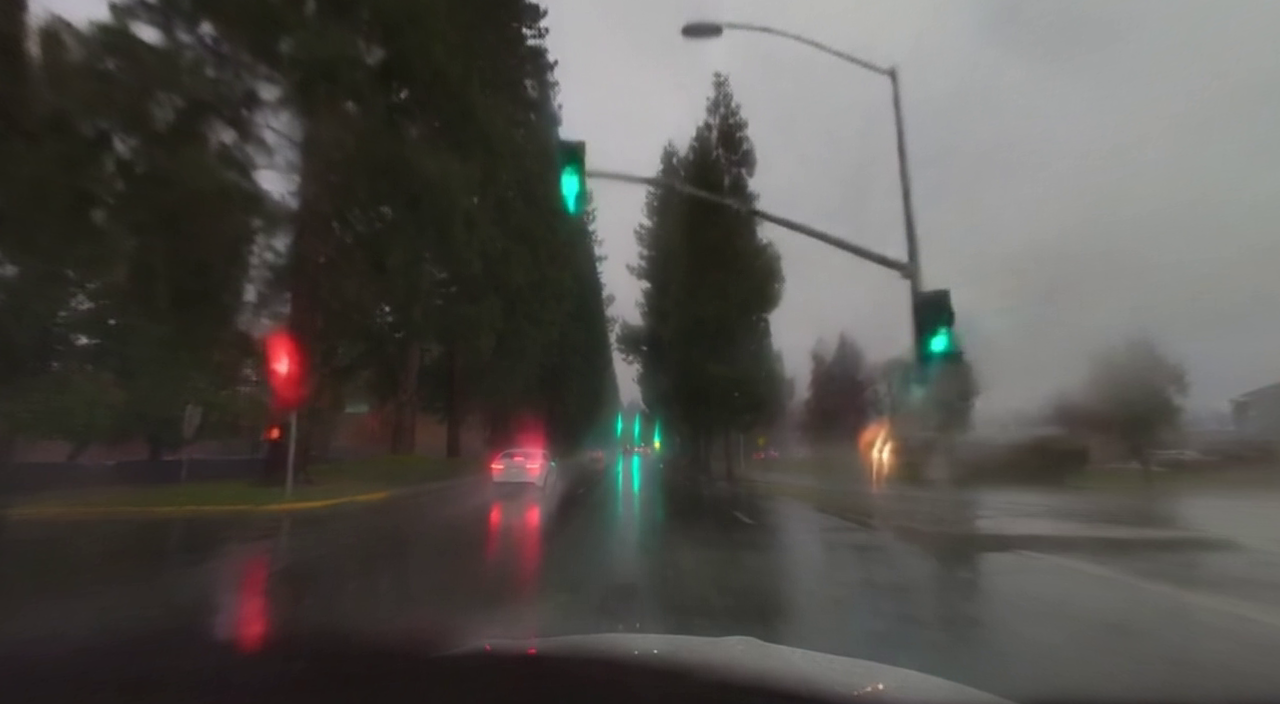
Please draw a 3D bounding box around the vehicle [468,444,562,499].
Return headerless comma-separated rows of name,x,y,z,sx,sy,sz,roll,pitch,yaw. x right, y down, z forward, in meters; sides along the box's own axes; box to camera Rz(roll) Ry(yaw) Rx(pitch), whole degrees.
vehicle,-3.665,3.572,19.410,1.968,1.459,4.433,0,-8,0
